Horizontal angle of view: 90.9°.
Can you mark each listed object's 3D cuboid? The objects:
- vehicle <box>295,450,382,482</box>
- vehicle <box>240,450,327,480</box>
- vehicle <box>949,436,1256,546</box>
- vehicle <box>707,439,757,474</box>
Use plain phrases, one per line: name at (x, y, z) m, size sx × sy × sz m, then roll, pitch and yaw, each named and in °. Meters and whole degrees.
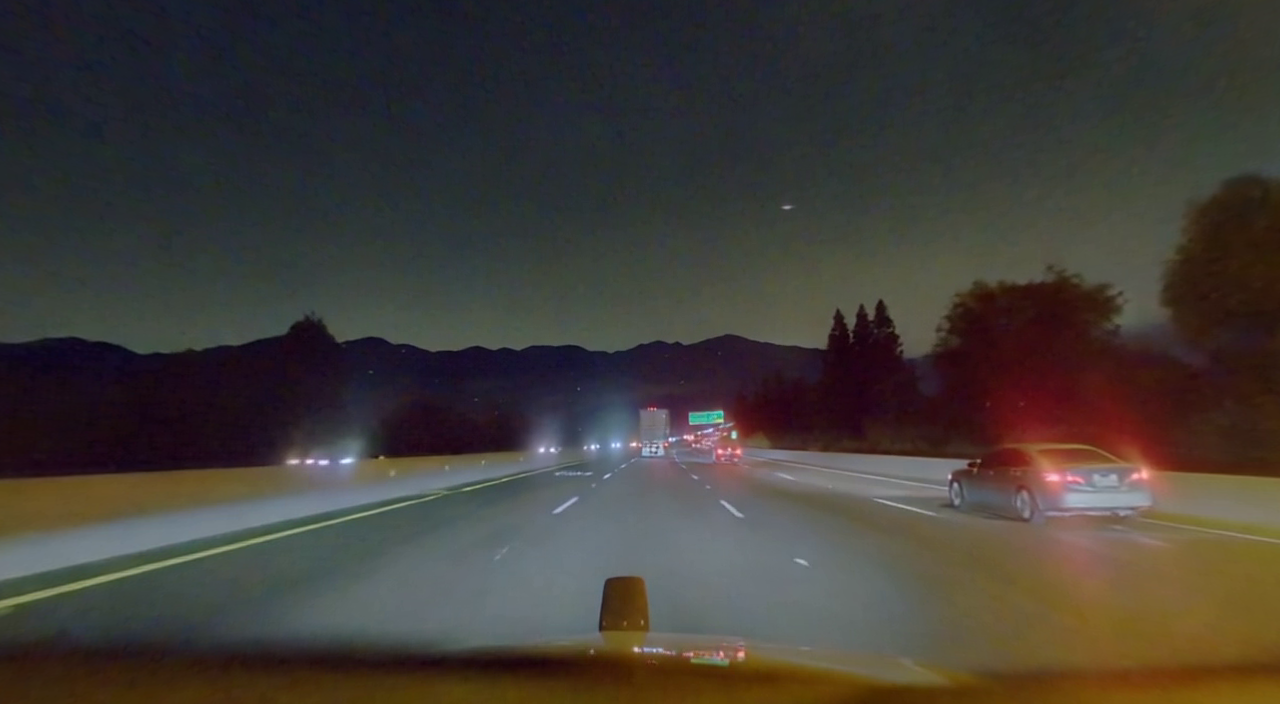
vehicle at (-15.207, 5.744, 32.074) m, size 2.011 × 1.473 × 4.649 m, roll 0°, pitch -9°, yaw 2°
vehicle at (-19.152, 6.056, 34.102) m, size 1.956 × 1.472 × 4.506 m, roll 0°, pitch -9°, yaw 2°
vehicle at (7.236, 2.180, 10.582) m, size 1.982 × 1.440 × 4.171 m, roll 0°, pitch -8°, yaw 0°
vehicle at (4.472, 5.157, 31.255) m, size 1.880 × 1.624 × 3.941 m, roll 0°, pitch -8°, yaw 0°
